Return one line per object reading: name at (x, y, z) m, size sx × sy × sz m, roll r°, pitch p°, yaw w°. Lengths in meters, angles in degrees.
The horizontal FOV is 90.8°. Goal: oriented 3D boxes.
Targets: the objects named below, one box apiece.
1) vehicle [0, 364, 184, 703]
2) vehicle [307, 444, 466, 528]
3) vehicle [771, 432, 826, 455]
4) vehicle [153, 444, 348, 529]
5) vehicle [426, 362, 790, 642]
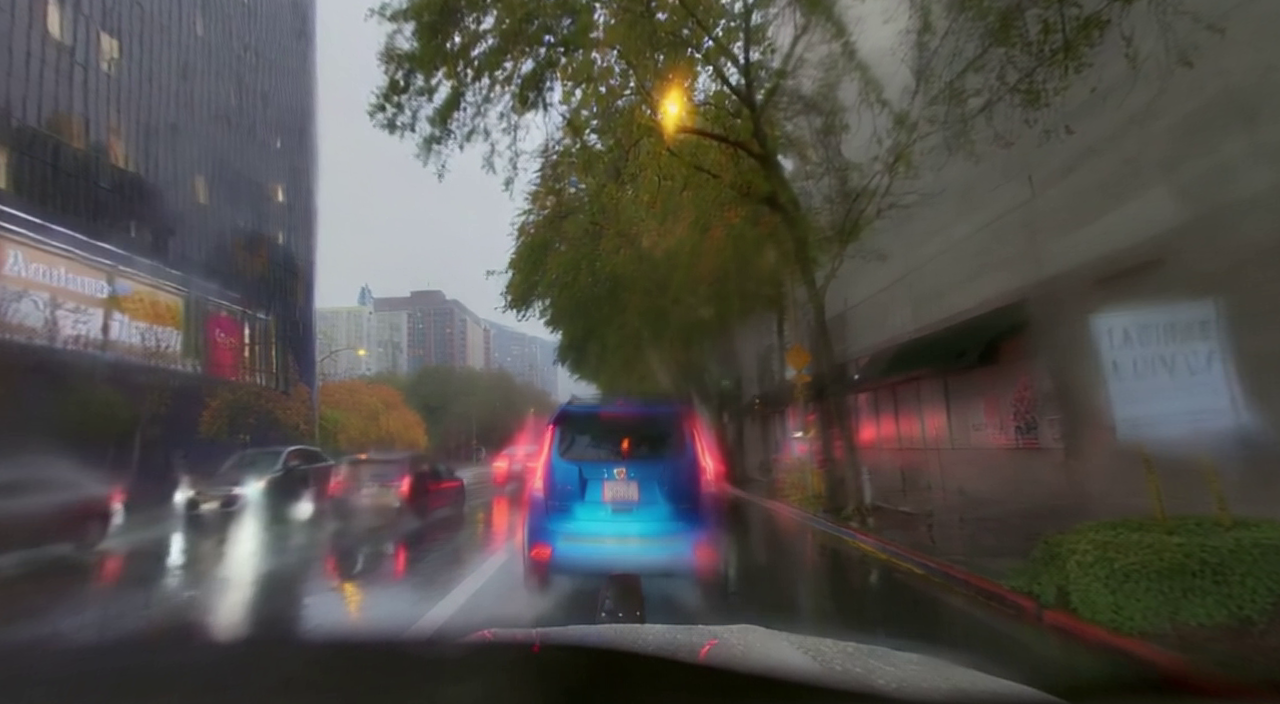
vehicle at (-3.224, 0.684, 0.892) m, size 1.971 × 1.658 × 4.428 m, roll 0°, pitch -8°, yaw -3°
vehicle at (-5.102, 2.702, 13.460) m, size 1.876 × 1.448 × 4.464 m, roll 0°, pitch -8°, yaw -5°
vehicle at (10.338, 5.970, 41.010) m, size 1.877 × 1.416 × 3.965 m, roll -8°, pitch -12°, yaw 39°
vehicle at (-8.949, 3.060, 15.072) m, size 1.937 × 1.681 × 4.297 m, roll 0°, pitch -8°, yaw -1°
vehicle at (-0.334, 1.353, 6.701) m, size 2.531 × 1.930 × 4.382 m, roll 0°, pitch -8°, yaw -3°
